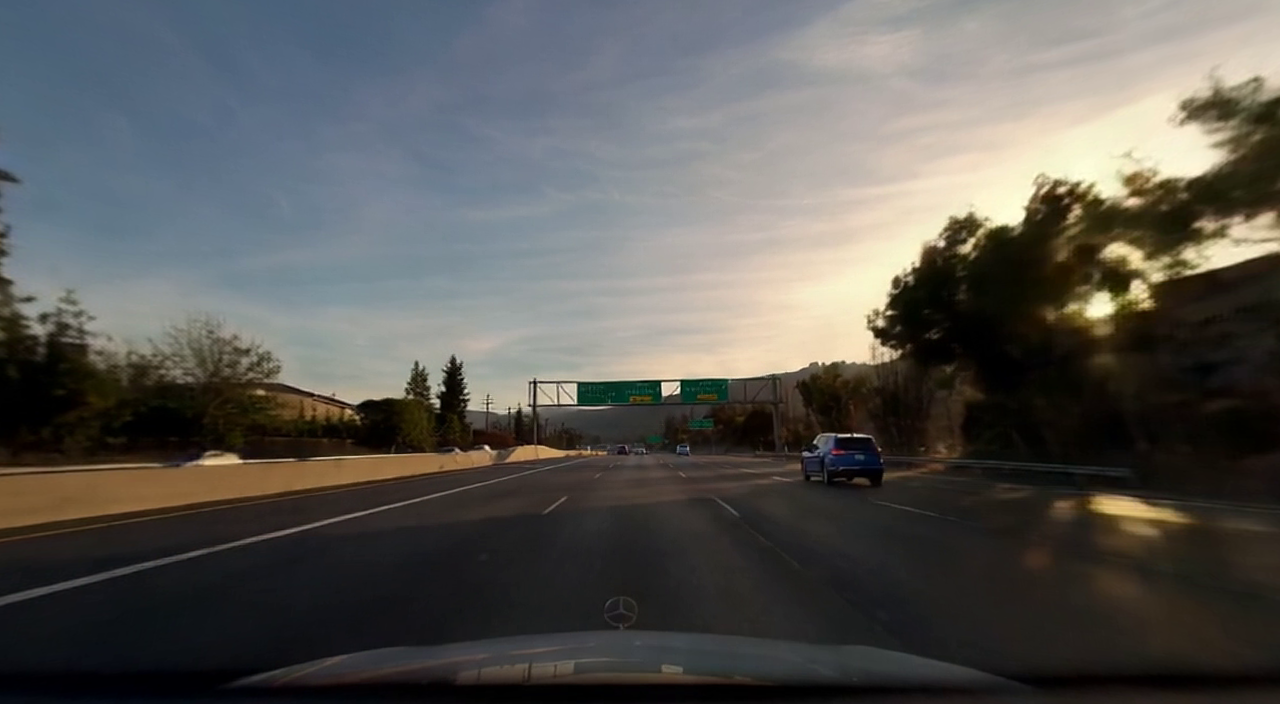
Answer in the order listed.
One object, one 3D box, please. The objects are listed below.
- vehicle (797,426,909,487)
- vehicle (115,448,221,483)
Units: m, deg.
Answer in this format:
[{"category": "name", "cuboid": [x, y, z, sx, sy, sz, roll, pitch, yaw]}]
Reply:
[{"category": "vehicle", "cuboid": [7.334, 3.662, 22.340, 2.222, 1.899, 4.595, 0, -8, -1]}, {"category": "vehicle", "cuboid": [-25.568, 6.118, 34.455, 2.073, 1.736, 4.741, 0, -8, 0]}]
